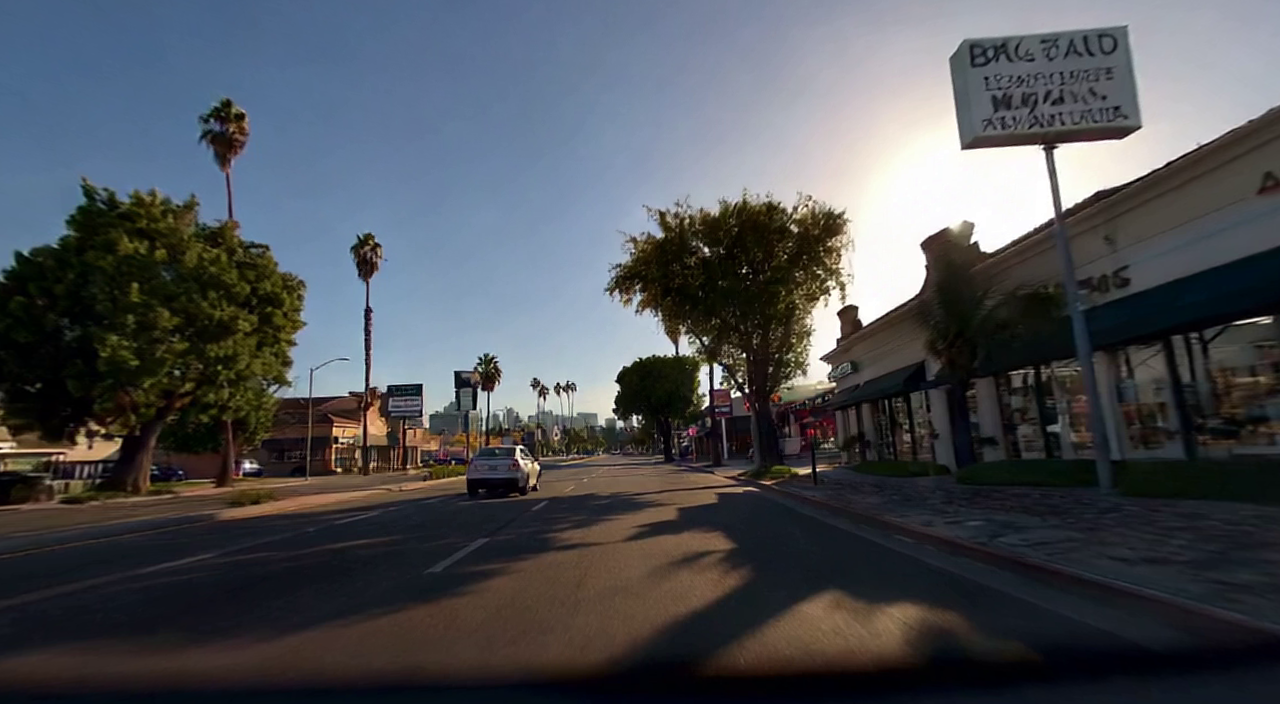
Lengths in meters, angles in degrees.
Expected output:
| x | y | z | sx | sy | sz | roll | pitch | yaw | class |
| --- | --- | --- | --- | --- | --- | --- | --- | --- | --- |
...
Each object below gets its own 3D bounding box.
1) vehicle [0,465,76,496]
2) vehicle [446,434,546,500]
| x | y | z | sx | sy | sz | roll | pitch | yaw | class |
| --- | --- | --- | --- | --- | --- | --- | --- | --- | --- |
| -34.496 | 7.124 | 35.134 | 1.856 | 1.442 | 4.494 | 0 | -8 | -1 | vehicle |
| -4.375 | 3.570 | 19.904 | 2.136 | 1.844 | 4.363 | 0 | -9 | 0 | vehicle |
